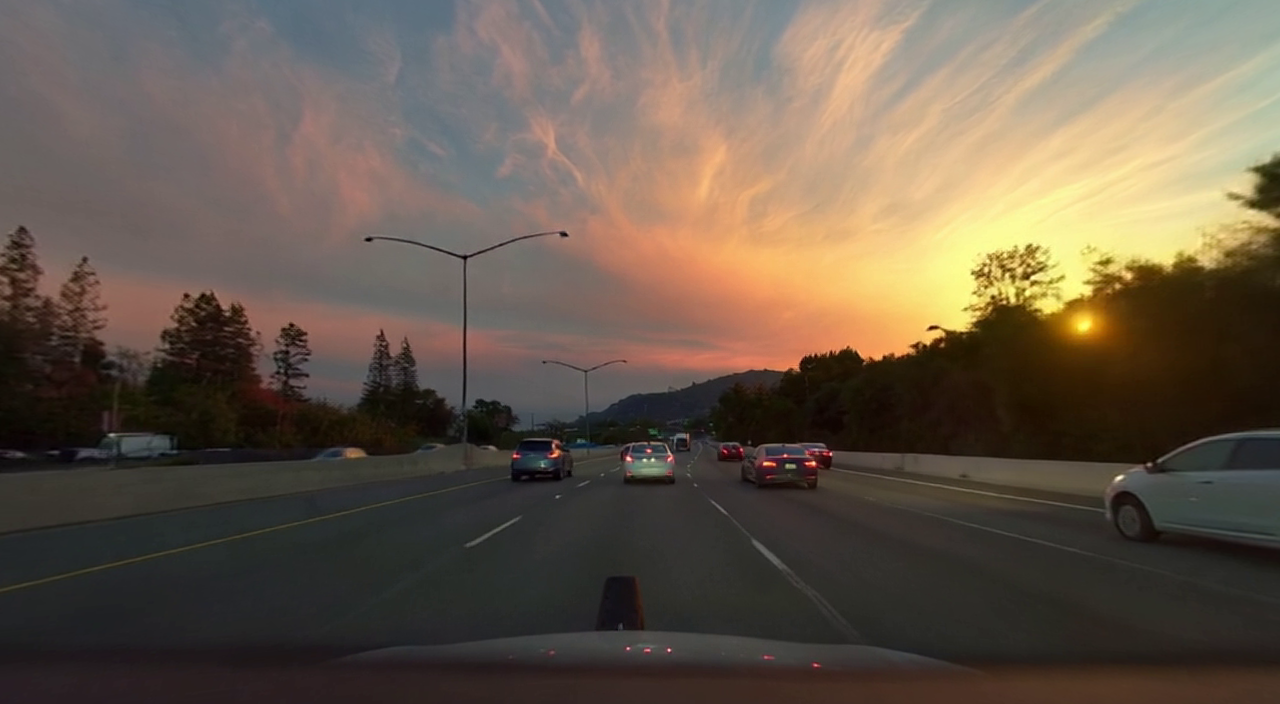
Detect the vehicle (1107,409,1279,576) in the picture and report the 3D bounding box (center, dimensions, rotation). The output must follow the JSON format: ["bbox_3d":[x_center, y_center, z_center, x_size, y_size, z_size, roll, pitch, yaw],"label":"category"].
[{"bbox_3d":[7.409,1.393,6.167,2.028,1.657,4.823,0,-9,1],"label":"vehicle"}]

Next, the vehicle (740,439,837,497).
[{"bbox_3d":[4.347,3.452,19.172,1.999,1.514,4.338,0,-9,2],"label":"vehicle"}]

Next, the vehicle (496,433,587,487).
[{"bbox_3d":[-3.269,3.725,21.942,2.128,1.627,4.697,0,-9,3],"label":"vehicle"}]

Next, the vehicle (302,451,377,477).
[{"bbox_3d":[-19.233,7.176,40.639,2.130,1.523,4.922,0,-9,4],"label":"vehicle"}]

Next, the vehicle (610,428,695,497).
[{"bbox_3d":[0.393,3.134,18.184,2.181,1.728,3.970,0,-9,2],"label":"vehicle"}]
